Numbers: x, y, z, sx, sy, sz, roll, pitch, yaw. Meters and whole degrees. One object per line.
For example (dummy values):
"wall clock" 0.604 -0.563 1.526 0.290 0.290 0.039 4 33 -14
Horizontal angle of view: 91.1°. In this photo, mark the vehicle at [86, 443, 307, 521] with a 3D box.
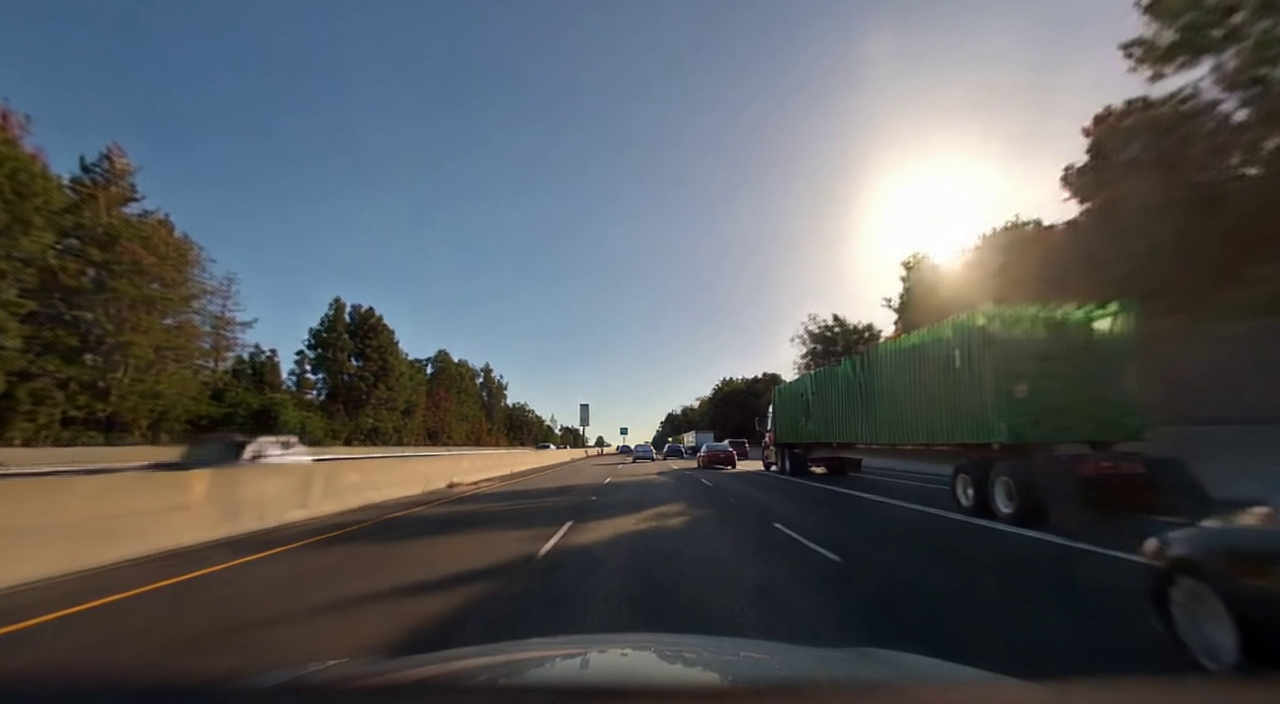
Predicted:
"vehicle" -10.300 2.987 15.142 1.986 1.581 4.469 0 -8 1

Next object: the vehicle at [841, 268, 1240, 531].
"vehicle" 7.466 1.331 14.148 2.784 4.002 9.298 0 -8 0

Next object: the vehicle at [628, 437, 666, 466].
"vehicle" 0.475 6.449 40.885 2.313 1.736 4.215 0 -8 1

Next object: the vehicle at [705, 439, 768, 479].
"vehicle" 3.924 4.413 26.291 1.888 1.501 4.608 0 -8 0

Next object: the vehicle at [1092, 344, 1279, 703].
"vehicle" 3.774 0.671 1.712 1.972 1.693 4.139 0 -8 0
